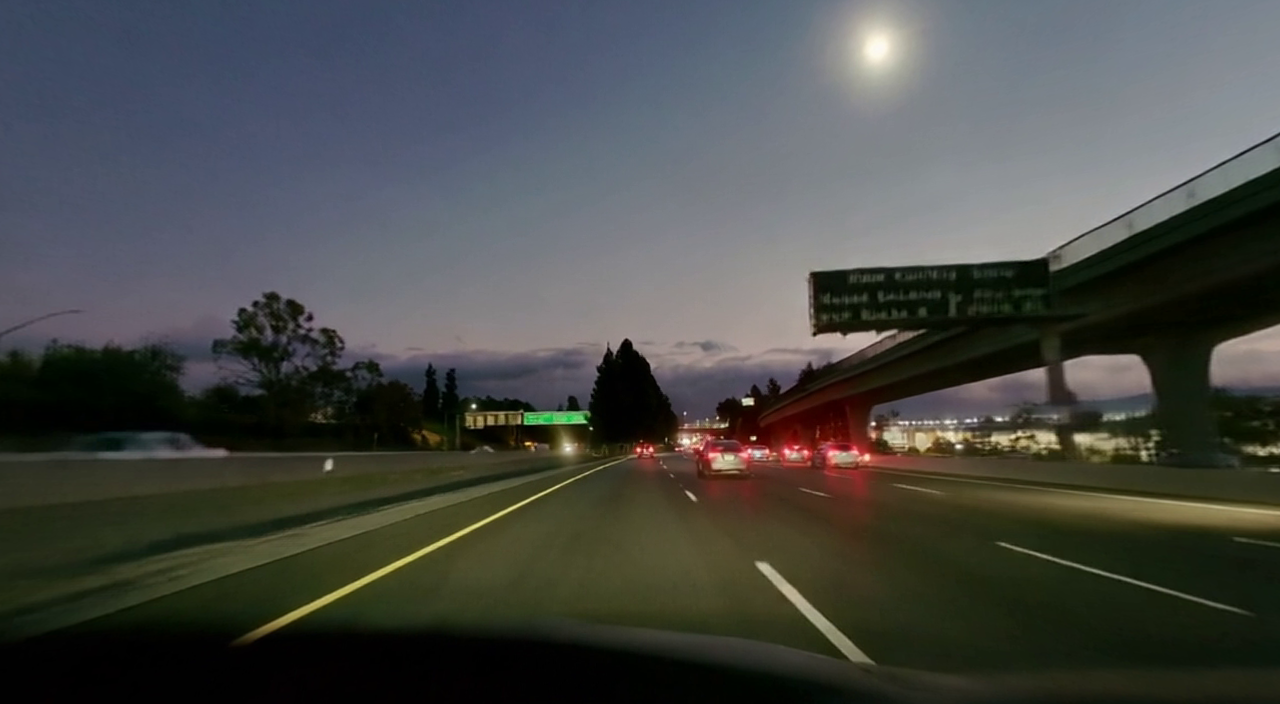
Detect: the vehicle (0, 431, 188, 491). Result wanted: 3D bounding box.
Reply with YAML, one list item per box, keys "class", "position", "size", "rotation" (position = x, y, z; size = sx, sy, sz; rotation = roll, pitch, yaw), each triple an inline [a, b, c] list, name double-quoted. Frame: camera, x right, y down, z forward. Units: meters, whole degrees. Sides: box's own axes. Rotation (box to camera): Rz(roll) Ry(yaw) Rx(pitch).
- class: "vehicle"
  position: [-20.144, 3.959, 23.316]
  size: [2.145, 1.895, 6.330]
  rotation: [0, -9, 1]

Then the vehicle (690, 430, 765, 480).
- class: "vehicle"
  position: [3.322, 4.064, 25.150]
  size: [2.226, 1.779, 4.835]
  rotation: [0, -9, -1]

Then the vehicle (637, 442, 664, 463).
- class: "vehicle"
  position: [0.838, 7.734, 48.709]
  size: [2.046, 1.475, 3.784]
  rotation: [0, -9, 2]
